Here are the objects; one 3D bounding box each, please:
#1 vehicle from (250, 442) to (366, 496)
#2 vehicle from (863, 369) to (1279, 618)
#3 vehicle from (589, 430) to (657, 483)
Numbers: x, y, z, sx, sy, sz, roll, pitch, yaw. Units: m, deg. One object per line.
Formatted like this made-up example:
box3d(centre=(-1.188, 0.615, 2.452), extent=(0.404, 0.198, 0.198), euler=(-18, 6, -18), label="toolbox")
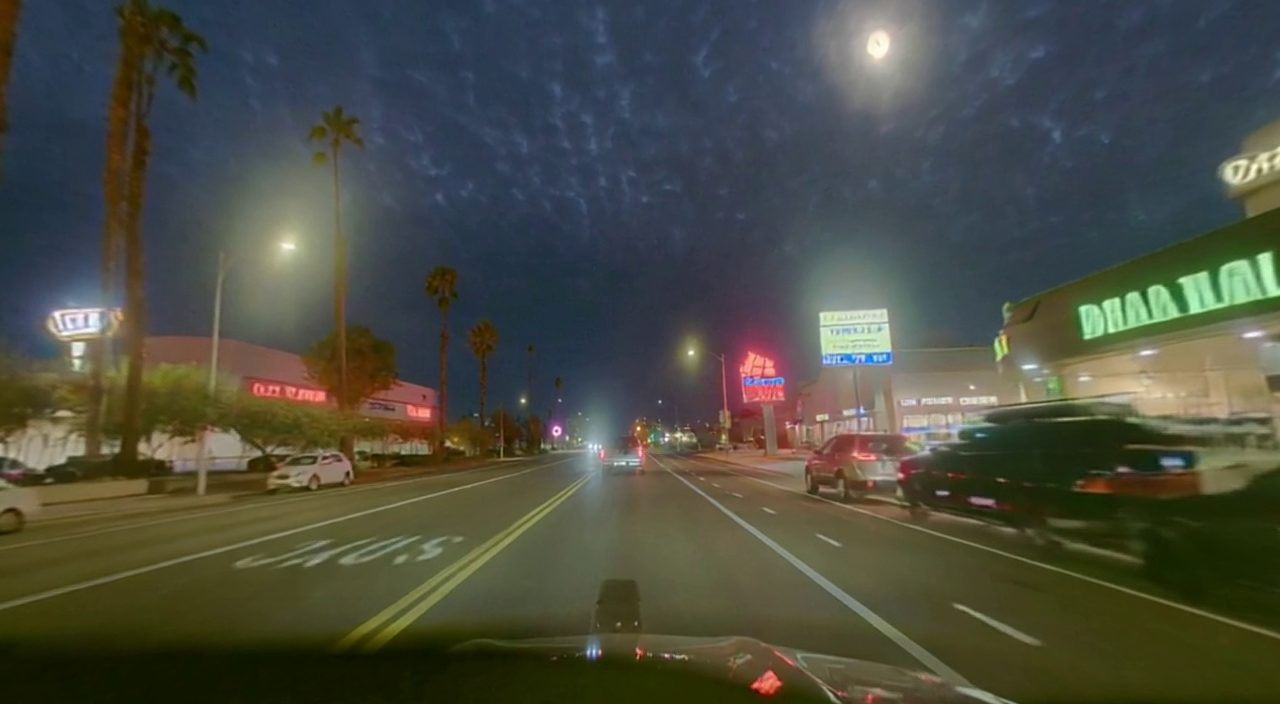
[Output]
box3d(centre=(-13.543, 4.759, 26.117), extent=(2.296, 1.847, 4.856), euler=(-4, -8, -1), label="vehicle")
box3d(centre=(5.450, 1.599, 8.236), extent=(2.568, 1.974, 6.203), euler=(2, -8, -2), label="vehicle")
box3d(centre=(-0.581, 3.776, 23.039), extent=(2.239, 1.763, 4.096), euler=(0, -8, -1), label="vehicle")
